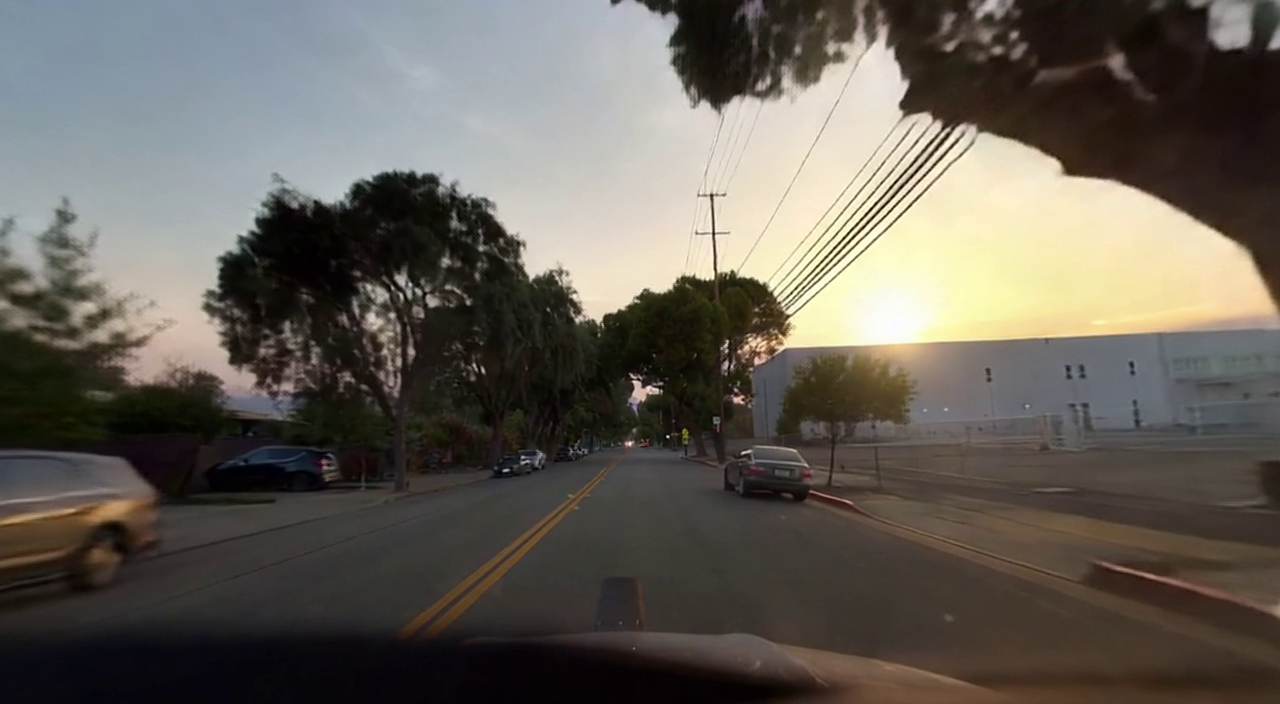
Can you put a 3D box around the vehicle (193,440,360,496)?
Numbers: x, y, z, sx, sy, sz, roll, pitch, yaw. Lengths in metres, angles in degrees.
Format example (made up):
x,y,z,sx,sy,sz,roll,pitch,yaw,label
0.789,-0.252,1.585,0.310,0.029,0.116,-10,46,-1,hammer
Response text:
x,y,z,sx,sy,sz,roll,pitch,yaw,label
-12.464,3.982,21.916,4.502,1.813,1.948,0,-8,-1,vehicle

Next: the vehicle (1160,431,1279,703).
x,y,z,sx,sy,sz,roll,pitch,yaw,label
3.430,0.761,0.776,1.802,1.382,4.300,0,-8,-2,vehicle

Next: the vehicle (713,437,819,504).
x,y,z,sx,sy,sz,roll,pitch,yaw,label
3.107,2.986,16.377,1.843,1.495,3.930,0,-8,-1,vehicle

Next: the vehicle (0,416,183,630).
x,y,z,sx,sy,sz,roll,pitch,yaw,label
-6.602,1.526,5.404,2.059,1.831,4.590,-3,-8,-1,vehicle

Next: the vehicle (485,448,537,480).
x,y,z,sx,sy,sz,roll,pitch,yaw,label
-6.768,5.911,33.590,1.815,1.402,4.559,-4,-8,-2,vehicle
